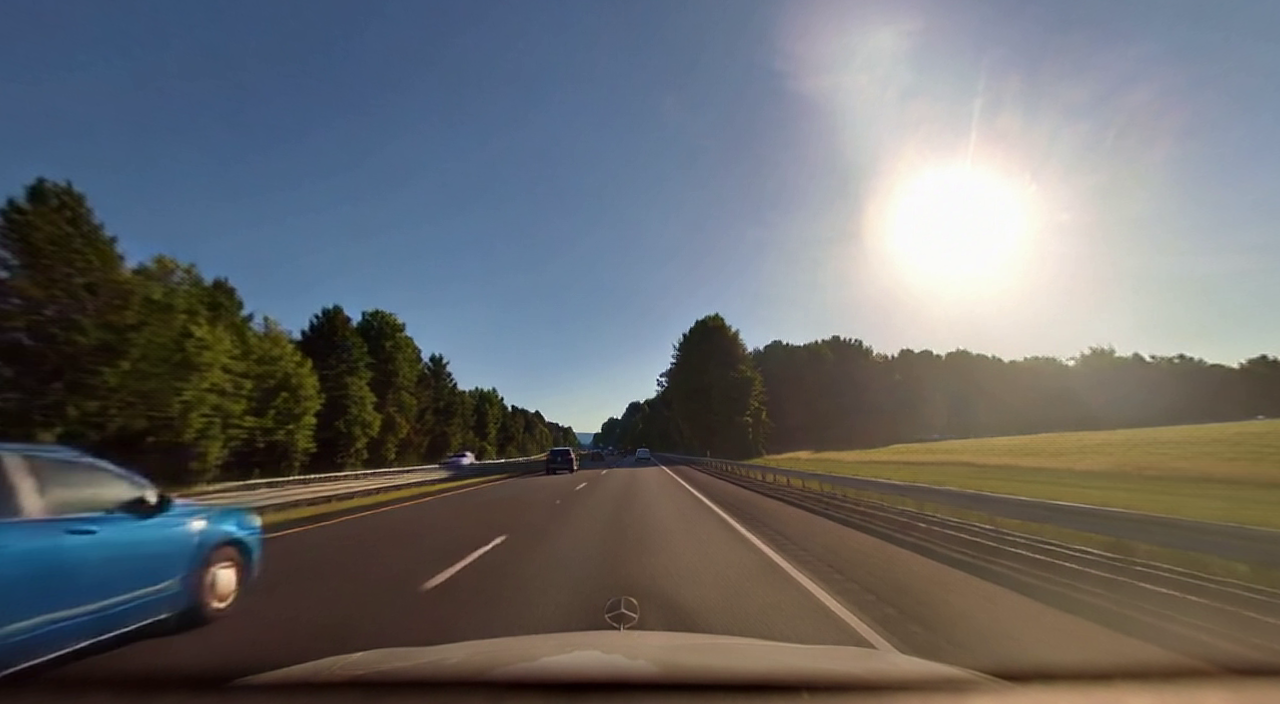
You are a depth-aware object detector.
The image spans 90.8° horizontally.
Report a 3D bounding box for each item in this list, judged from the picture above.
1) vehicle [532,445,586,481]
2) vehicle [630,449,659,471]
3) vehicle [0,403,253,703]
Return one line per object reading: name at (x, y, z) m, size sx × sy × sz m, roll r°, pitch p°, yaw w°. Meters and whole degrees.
vehicle at (-3.998, 5.529, 31.802) m, size 2.100 × 1.667 × 4.223 m, roll 0°, pitch -9°, yaw 1°
vehicle at (0.319, 7.900, 46.322) m, size 2.046 × 1.452 × 4.407 m, roll 0°, pitch -9°, yaw 0°
vehicle at (-3.842, 0.933, 2.377) m, size 2.034 × 1.520 × 4.236 m, roll 0°, pitch -9°, yaw 1°
